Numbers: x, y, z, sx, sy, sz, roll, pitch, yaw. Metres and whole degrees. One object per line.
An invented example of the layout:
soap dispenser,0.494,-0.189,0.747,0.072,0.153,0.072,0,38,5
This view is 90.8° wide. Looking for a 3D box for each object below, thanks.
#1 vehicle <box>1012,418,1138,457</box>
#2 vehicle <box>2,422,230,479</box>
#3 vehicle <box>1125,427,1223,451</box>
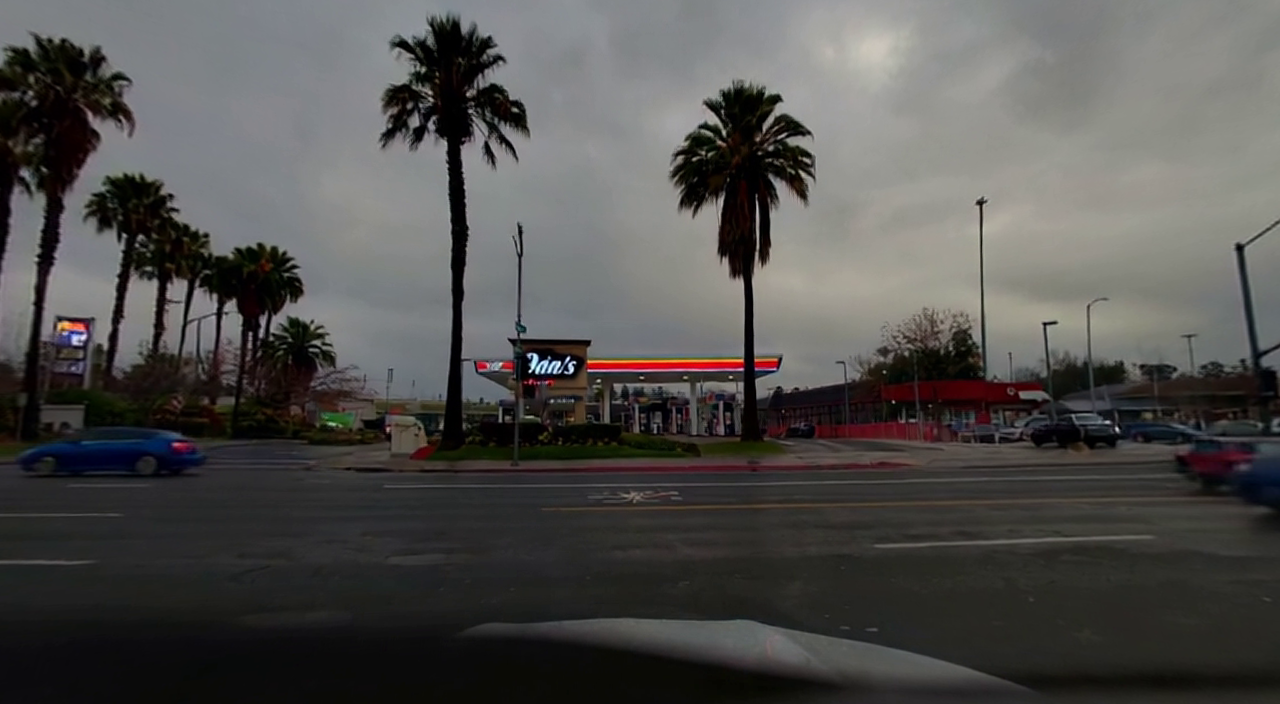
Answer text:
vehicle,21.871,4.274,31.862,4.880,1.754,2.202,0,-5,-6
vehicle,-14.583,2.771,17.851,4.570,1.480,1.873,1,-9,-6
vehicle,33.981,5.592,40.396,1.805,1.466,4.641,1,-8,-8
